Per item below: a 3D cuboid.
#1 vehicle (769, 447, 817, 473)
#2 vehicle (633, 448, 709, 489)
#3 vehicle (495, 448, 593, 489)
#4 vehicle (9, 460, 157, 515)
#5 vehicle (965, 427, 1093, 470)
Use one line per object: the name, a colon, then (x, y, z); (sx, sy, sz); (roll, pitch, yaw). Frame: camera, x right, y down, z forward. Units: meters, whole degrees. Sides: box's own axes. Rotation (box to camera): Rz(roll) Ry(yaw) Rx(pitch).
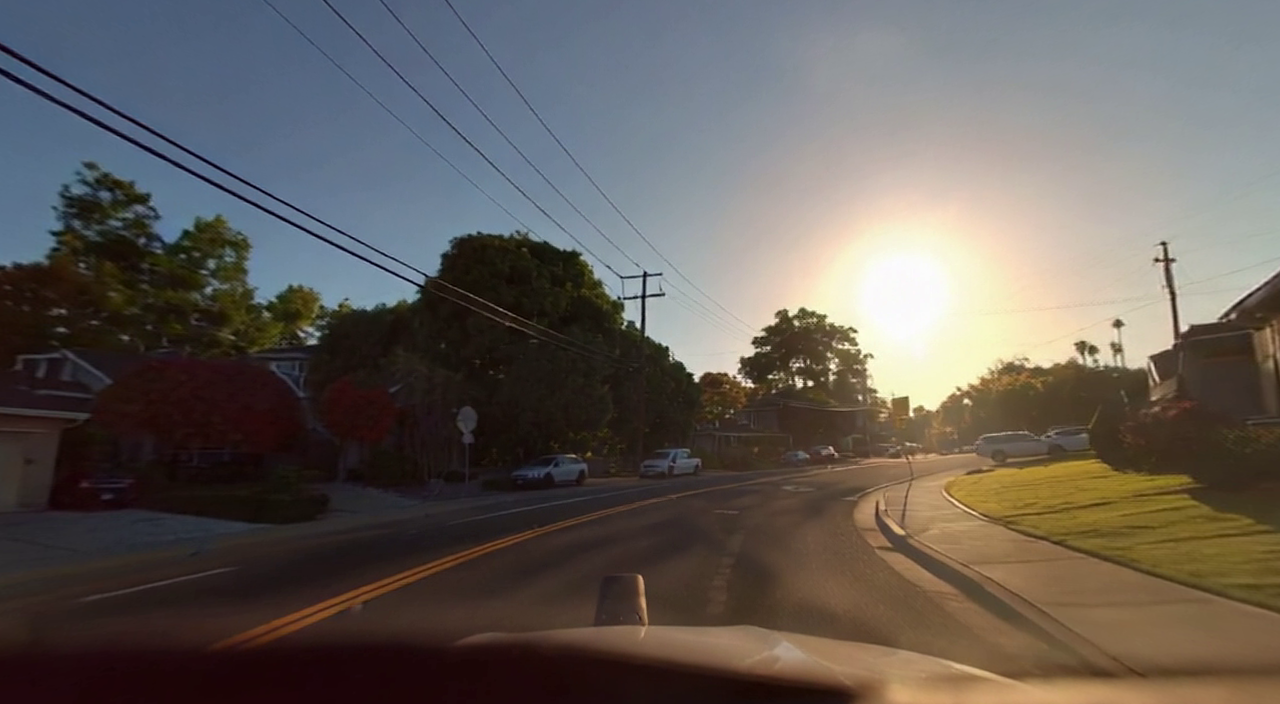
vehicle: (10.644, 7.539, 43.805); (1.971, 1.539, 4.110); (-6, -15, 33)
vehicle: (1.585, 5.700, 30.569); (2.056, 1.726, 4.463); (-7, -14, 25)
vehicle: (-4.774, 5.679, 31.129); (4.758, 1.802, 2.155); (-7, -12, 41)
vehicle: (-17.602, 4.222, 19.997); (3.697, 1.489, 1.842); (-3, -10, 21)
vehicle: (16.260, 4.101, 26.635); (4.339, 1.668, 1.812); (-5, -10, 28)
